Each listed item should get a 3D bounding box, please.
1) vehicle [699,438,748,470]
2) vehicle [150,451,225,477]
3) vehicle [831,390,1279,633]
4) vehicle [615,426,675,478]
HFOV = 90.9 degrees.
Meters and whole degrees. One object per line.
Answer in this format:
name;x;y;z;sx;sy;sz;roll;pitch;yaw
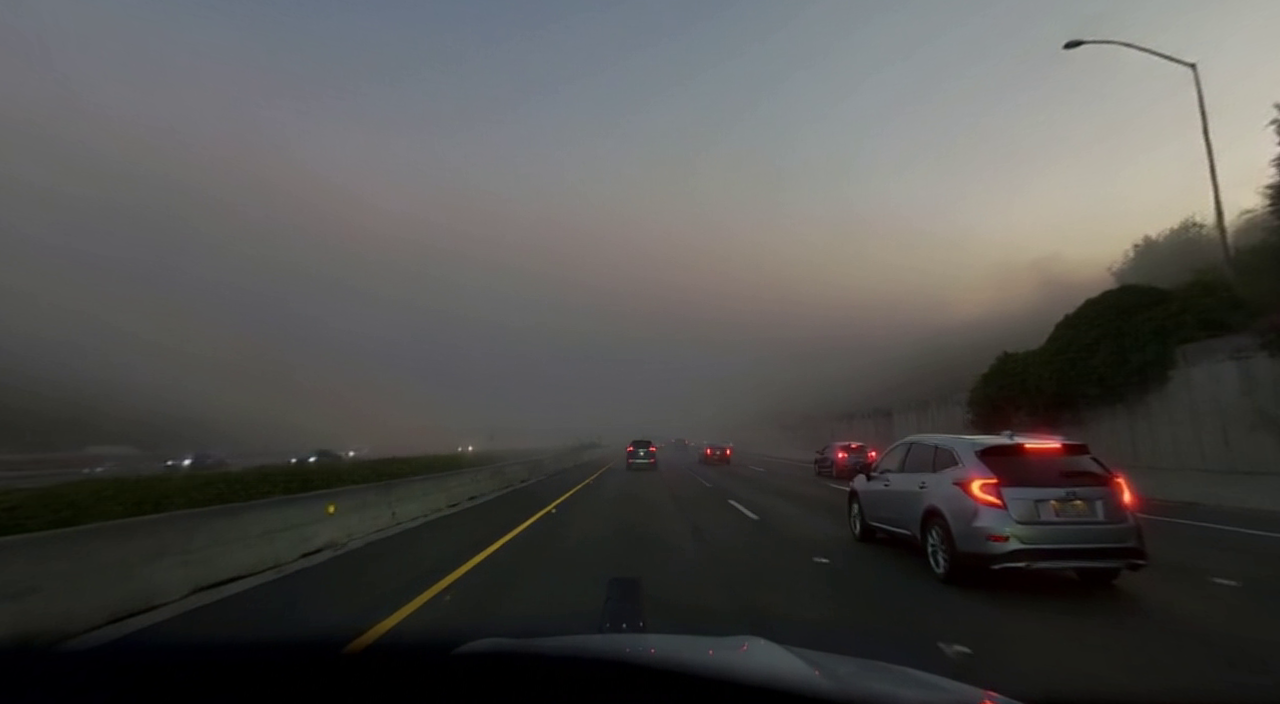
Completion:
vehicle;4.175;5.153;32.085;1.825;1.487;4.034;0;-8;-1
vehicle;-31.377;7.760;43.927;1.793;1.581;4.692;0;-8;0
vehicle;3.712;1.418;6.642;2.003;1.661;4.418;0;-8;0
vehicle;0.176;3.973;25.250;2.189;1.852;4.038;0;-8;0
